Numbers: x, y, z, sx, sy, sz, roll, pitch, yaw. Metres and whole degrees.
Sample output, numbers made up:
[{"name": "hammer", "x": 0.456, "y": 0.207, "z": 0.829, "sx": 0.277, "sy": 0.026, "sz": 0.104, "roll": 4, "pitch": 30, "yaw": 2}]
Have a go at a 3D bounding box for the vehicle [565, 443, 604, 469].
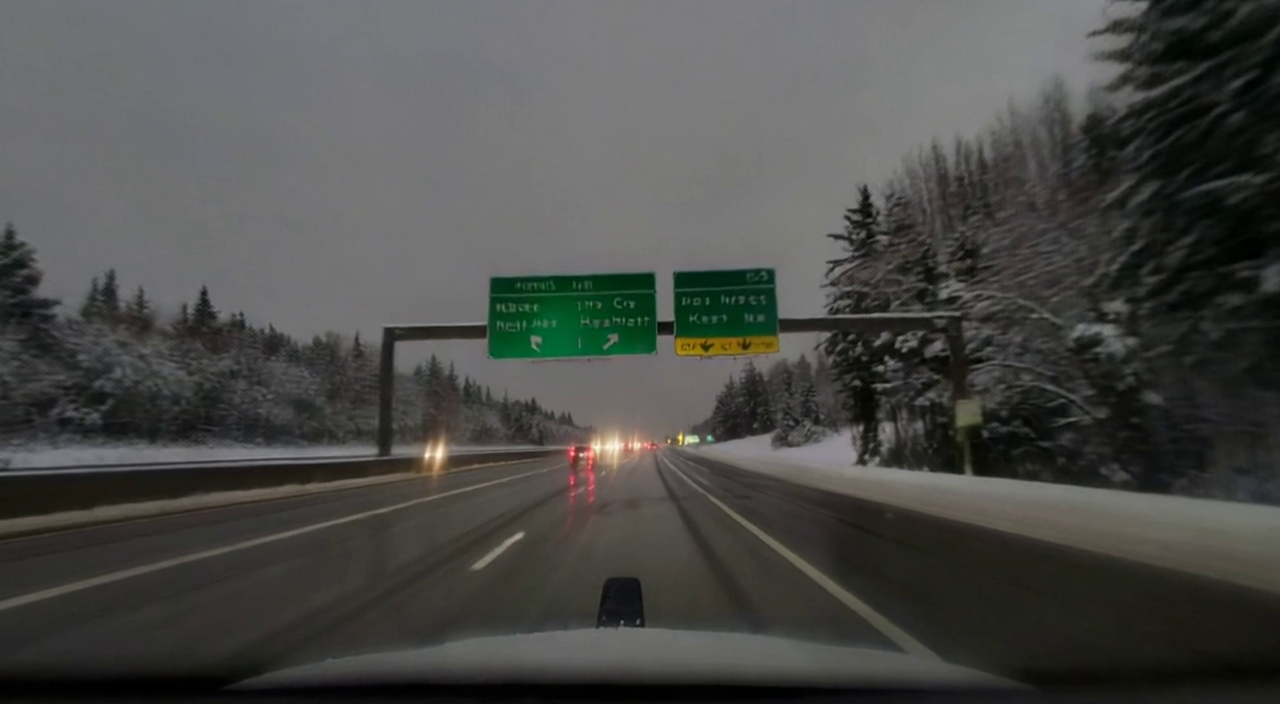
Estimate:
[{"name": "vehicle", "x": -3.360, "y": 6.387, "z": 38.931, "sx": 1.979, "sy": 1.521, "sz": 4.147, "roll": 0, "pitch": -9, "yaw": 1}]
